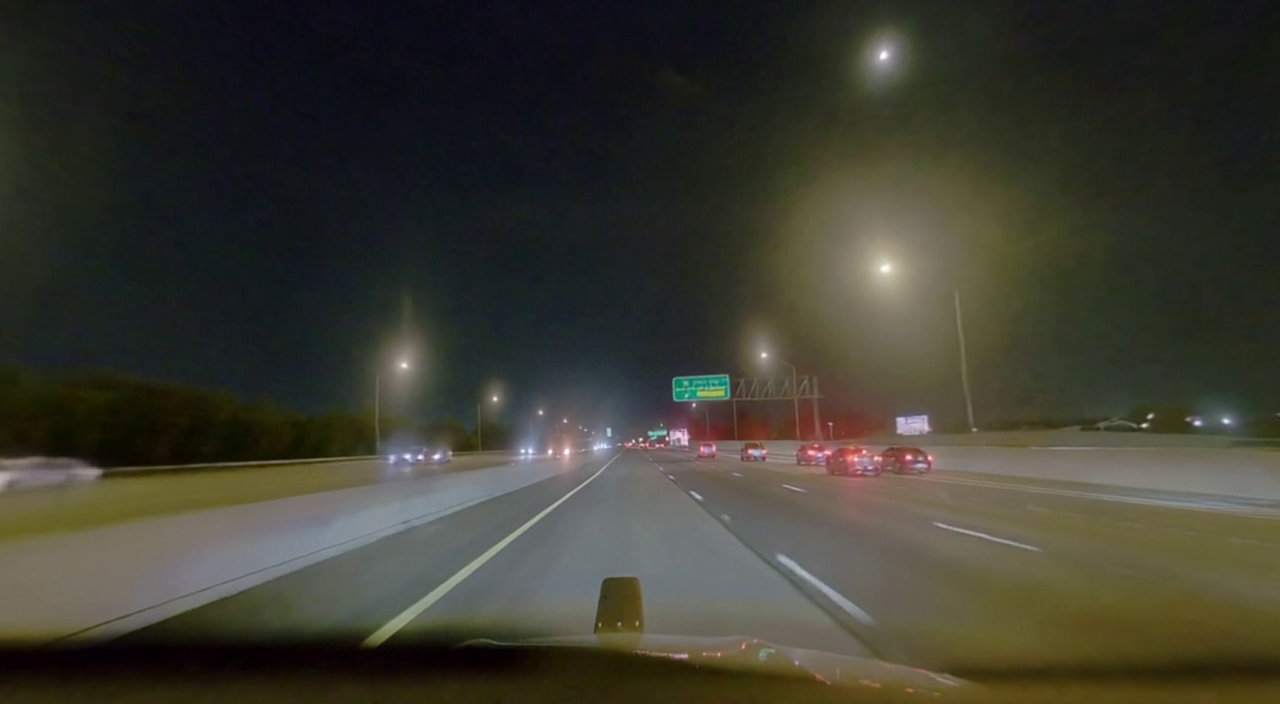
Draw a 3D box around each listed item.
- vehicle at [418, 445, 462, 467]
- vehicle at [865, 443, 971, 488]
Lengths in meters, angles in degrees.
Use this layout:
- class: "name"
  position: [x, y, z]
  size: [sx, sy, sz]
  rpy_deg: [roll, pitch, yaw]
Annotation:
- class: "vehicle"
  position: [-15.362, 7.947, 48.675]
  size: [1.918, 1.569, 4.146]
  rpy_deg: [0, -8, 2]
- class: "vehicle"
  position: [9.774, 3.992, 22.596]
  size: [1.836, 1.418, 4.132]
  rpy_deg: [0, -9, -1]
